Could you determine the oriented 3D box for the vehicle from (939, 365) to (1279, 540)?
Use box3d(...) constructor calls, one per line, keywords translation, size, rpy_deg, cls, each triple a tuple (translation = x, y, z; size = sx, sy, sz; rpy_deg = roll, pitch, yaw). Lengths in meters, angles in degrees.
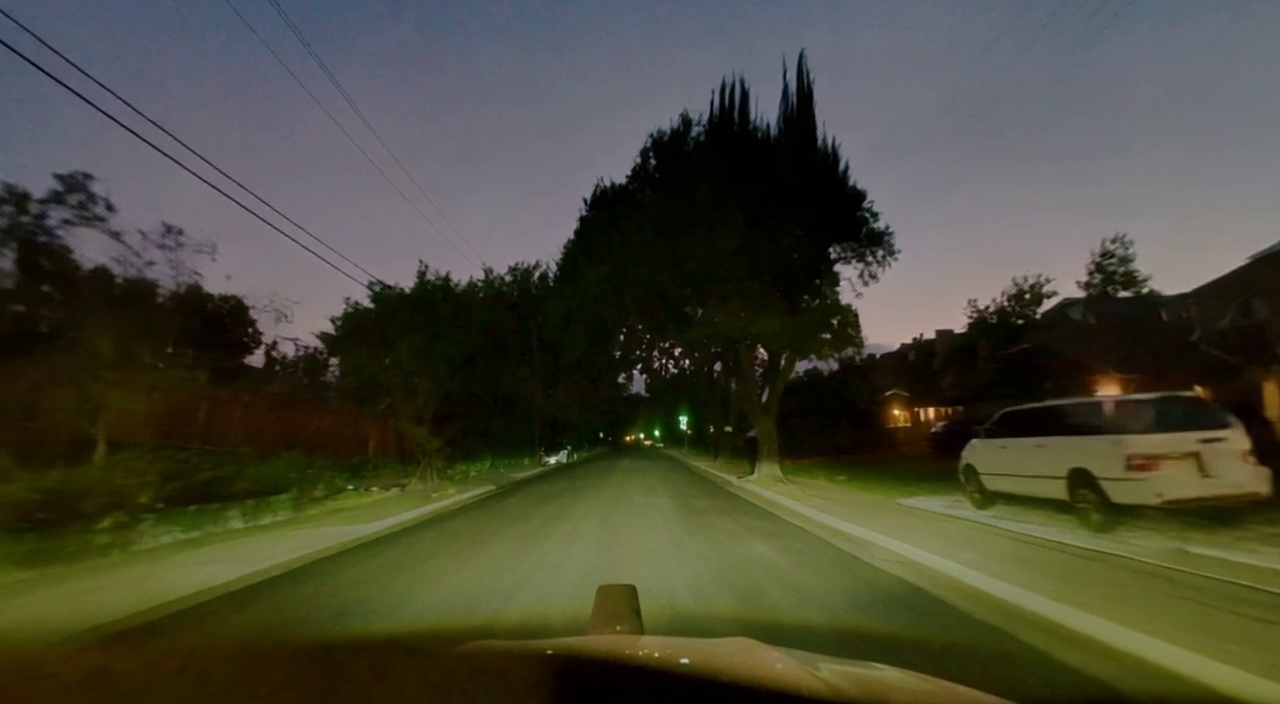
box3d(translation=(7.016, 1.468, 9.764), size=(2.233, 1.923, 4.848), rpy_deg=(-3, -8, -1), cls="vehicle")
